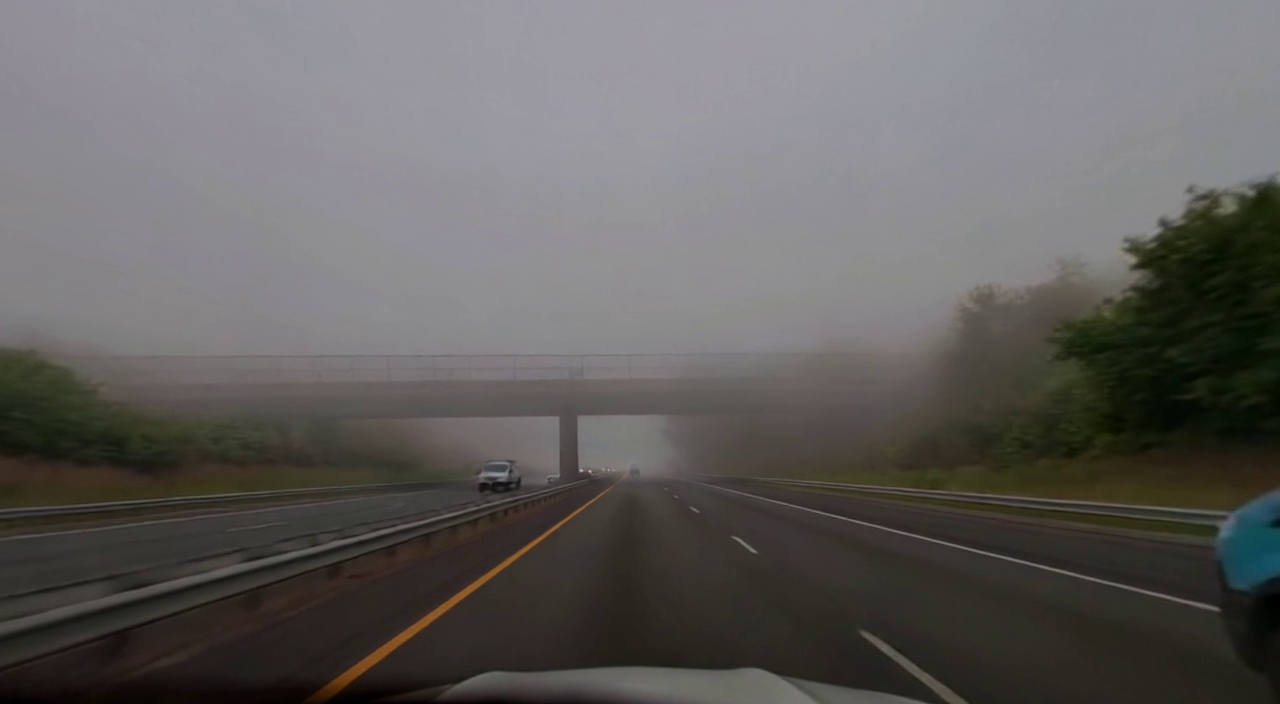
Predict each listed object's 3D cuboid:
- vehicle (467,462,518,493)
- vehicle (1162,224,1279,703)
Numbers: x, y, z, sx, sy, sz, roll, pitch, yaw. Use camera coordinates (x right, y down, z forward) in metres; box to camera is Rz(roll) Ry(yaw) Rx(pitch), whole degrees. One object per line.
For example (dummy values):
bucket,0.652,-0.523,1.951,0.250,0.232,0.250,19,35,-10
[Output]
vehicle,-8.676,7.433,37.341,2.013,1.672,4.241,1,-11,0
vehicle,4.546,0.141,0.444,2.372,2.581,6.763,1,-11,-1
